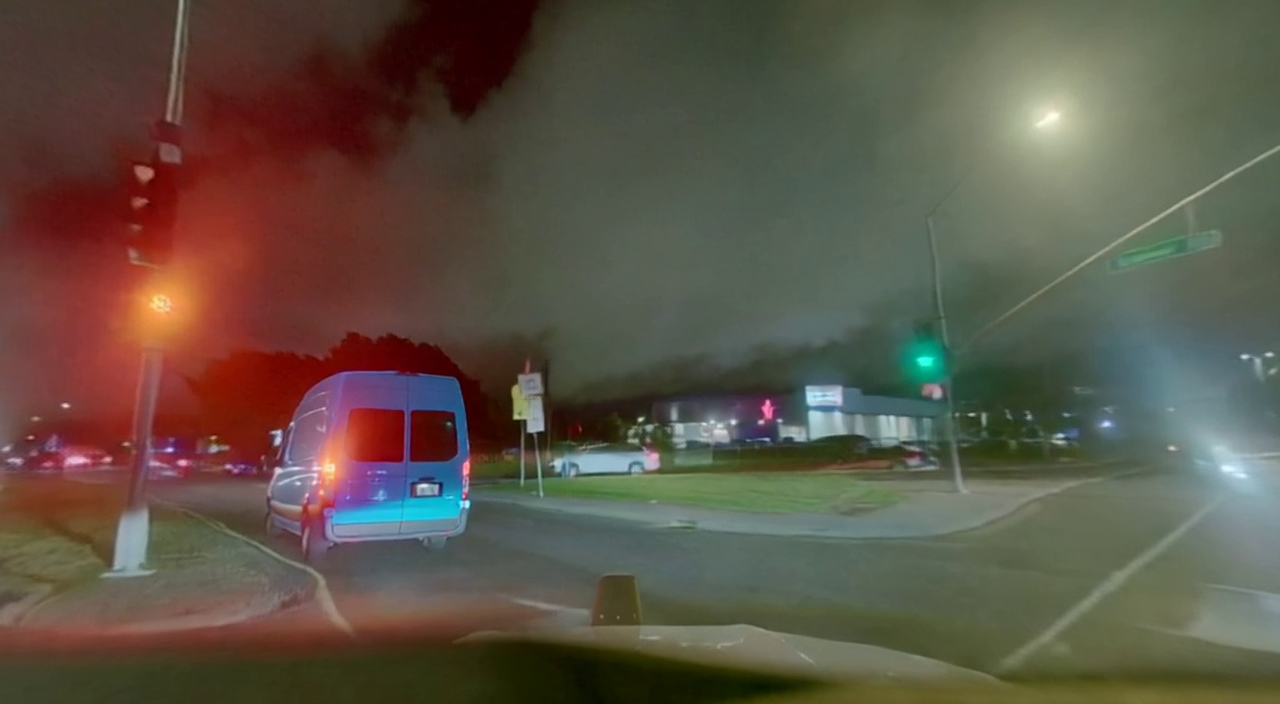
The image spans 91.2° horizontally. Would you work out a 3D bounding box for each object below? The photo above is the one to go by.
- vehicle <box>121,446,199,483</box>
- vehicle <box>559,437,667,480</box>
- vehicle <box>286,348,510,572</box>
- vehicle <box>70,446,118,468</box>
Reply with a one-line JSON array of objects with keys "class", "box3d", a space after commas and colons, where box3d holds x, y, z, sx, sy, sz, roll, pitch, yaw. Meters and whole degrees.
[{"class": "vehicle", "box3d": [-21.680, 5.021, 28.233, 4.457, 1.533, 1.933, -8, -12, 42]}, {"class": "vehicle", "box3d": [-1.015, 4.225, 24.988, 4.109, 1.592, 2.008, 0, -9, 0]}, {"class": "vehicle", "box3d": [-4.320, 1.712, 10.444, 2.432, 2.624, 5.670, 5, -10, -30]}, {"class": "vehicle", "box3d": [-38.455, 7.387, 44.101, 4.243, 1.458, 1.839, -8, -12, 41]}]
